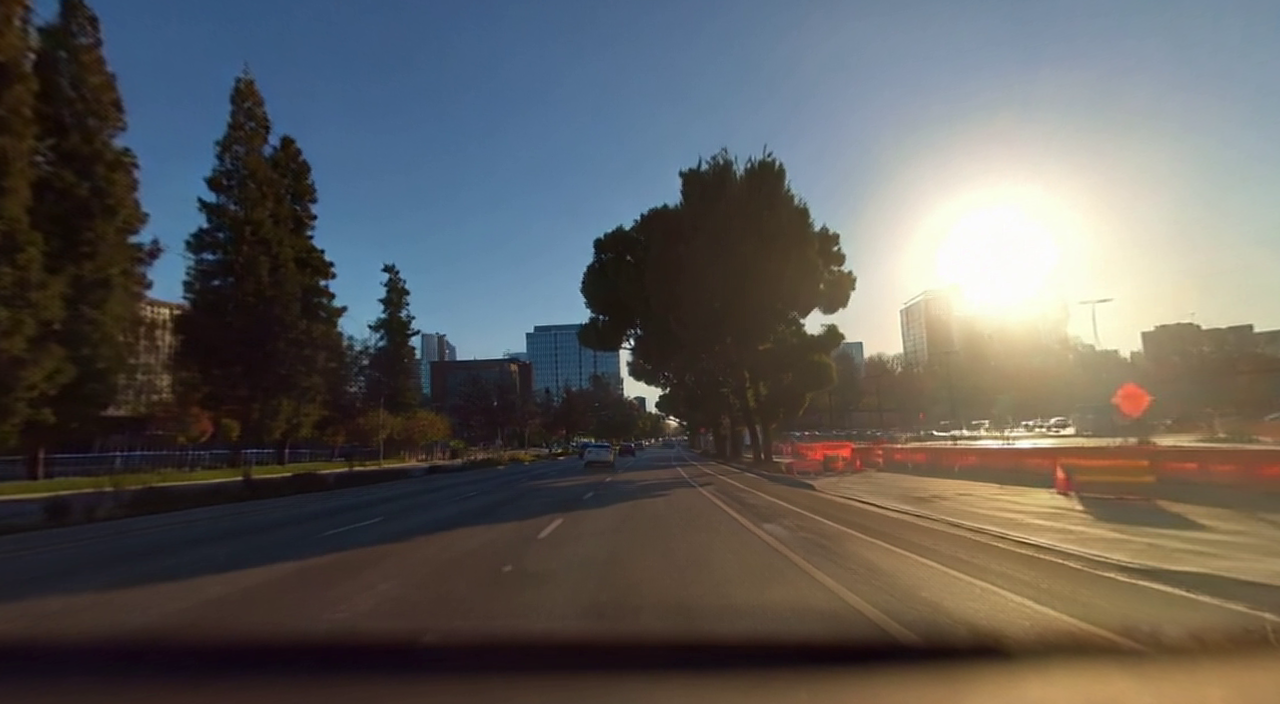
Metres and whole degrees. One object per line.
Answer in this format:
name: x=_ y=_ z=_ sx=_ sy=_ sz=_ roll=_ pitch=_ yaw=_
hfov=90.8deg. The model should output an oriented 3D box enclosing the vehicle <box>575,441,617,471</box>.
vehicle: x=-2.539 y=6.113 z=37.473 sx=2.121 sy=1.654 sz=3.993 roll=0 pitch=-8 yaw=1
